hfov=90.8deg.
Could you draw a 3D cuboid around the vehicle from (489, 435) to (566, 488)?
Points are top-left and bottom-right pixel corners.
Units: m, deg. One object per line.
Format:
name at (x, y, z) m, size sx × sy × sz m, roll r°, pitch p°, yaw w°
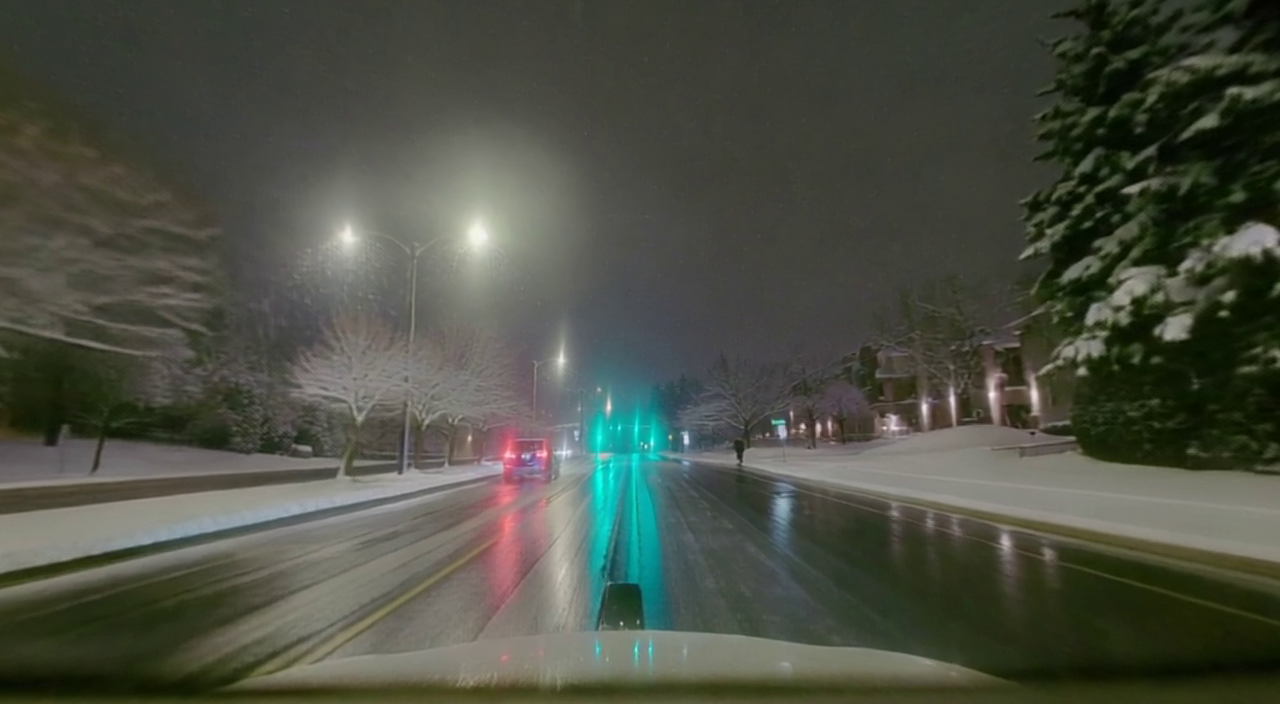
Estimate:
vehicle at (-4.021, 3.979, 23.312) m, size 1.993 × 1.733 × 4.262 m, roll 0°, pitch -8°, yaw 1°
